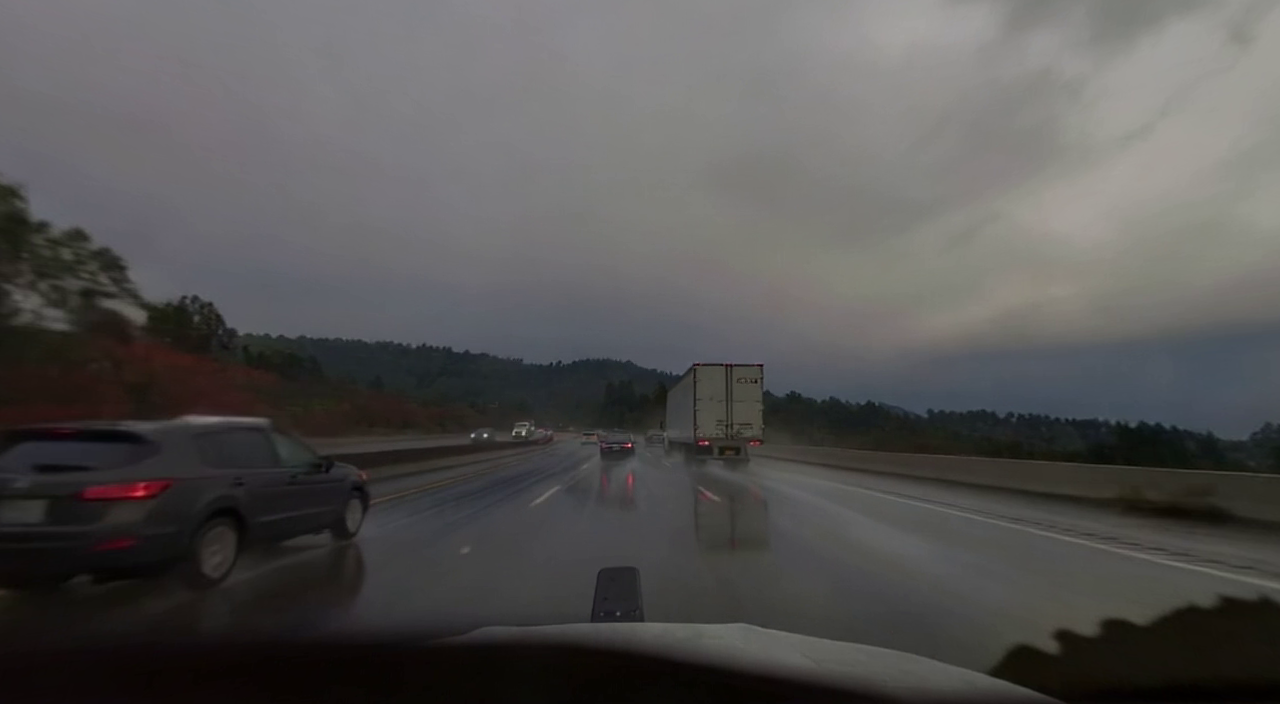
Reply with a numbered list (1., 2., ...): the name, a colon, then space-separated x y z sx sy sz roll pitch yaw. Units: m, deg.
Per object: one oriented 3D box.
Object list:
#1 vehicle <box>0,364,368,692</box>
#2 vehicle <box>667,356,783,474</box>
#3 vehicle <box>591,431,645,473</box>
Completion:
1. vehicle: -4.497 1.222 5.365 2.264 1.699 4.648 0 -8 0
2. vehicle: 3.279 3.189 29.278 2.946 4.111 14.652 0 -8 -2
3. vehicle: -0.868 4.059 25.668 2.048 1.563 4.087 0 -8 -1
